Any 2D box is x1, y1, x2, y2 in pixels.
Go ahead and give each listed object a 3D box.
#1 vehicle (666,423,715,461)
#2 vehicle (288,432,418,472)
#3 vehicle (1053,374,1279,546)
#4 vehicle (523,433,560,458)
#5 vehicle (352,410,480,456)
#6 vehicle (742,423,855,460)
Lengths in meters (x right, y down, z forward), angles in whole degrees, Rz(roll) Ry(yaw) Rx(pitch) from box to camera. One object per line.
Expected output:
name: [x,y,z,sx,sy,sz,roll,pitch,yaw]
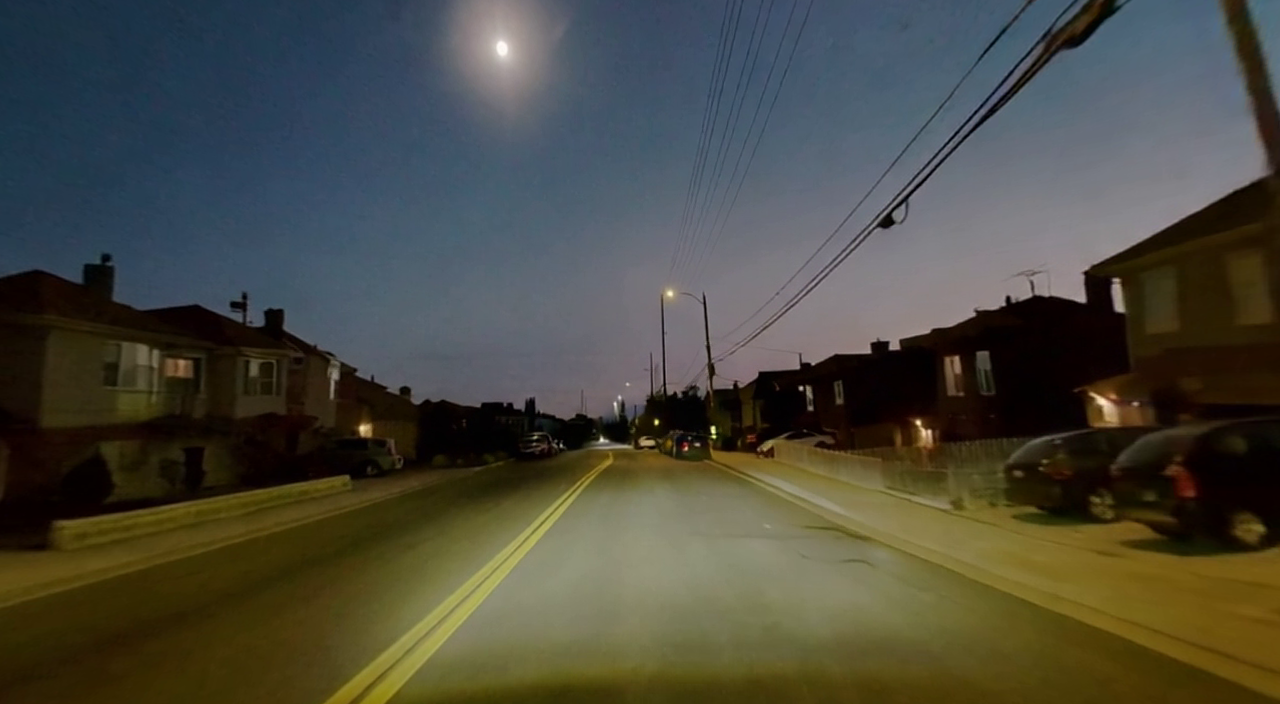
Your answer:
vehicle: [2.740,5.041,35.456,2.277,1.917,5.495,0,-8,0]
vehicle: [-11.987,4.173,26.490,4.484,1.538,1.901,0,-8,2]
vehicle: [8.475,1.250,8.158,4.622,1.826,2.065,-4,-9,-1]
vehicle: [-6.975,6.628,45.053,1.994,1.588,4.148,-3,-7,-1]
vehicle: [-14.397,5.267,40.721,7.267,2.775,2.786,-1,-9,12]
vehicle: [7.406,4.254,29.820,4.893,1.642,1.874,0,-10,3]
